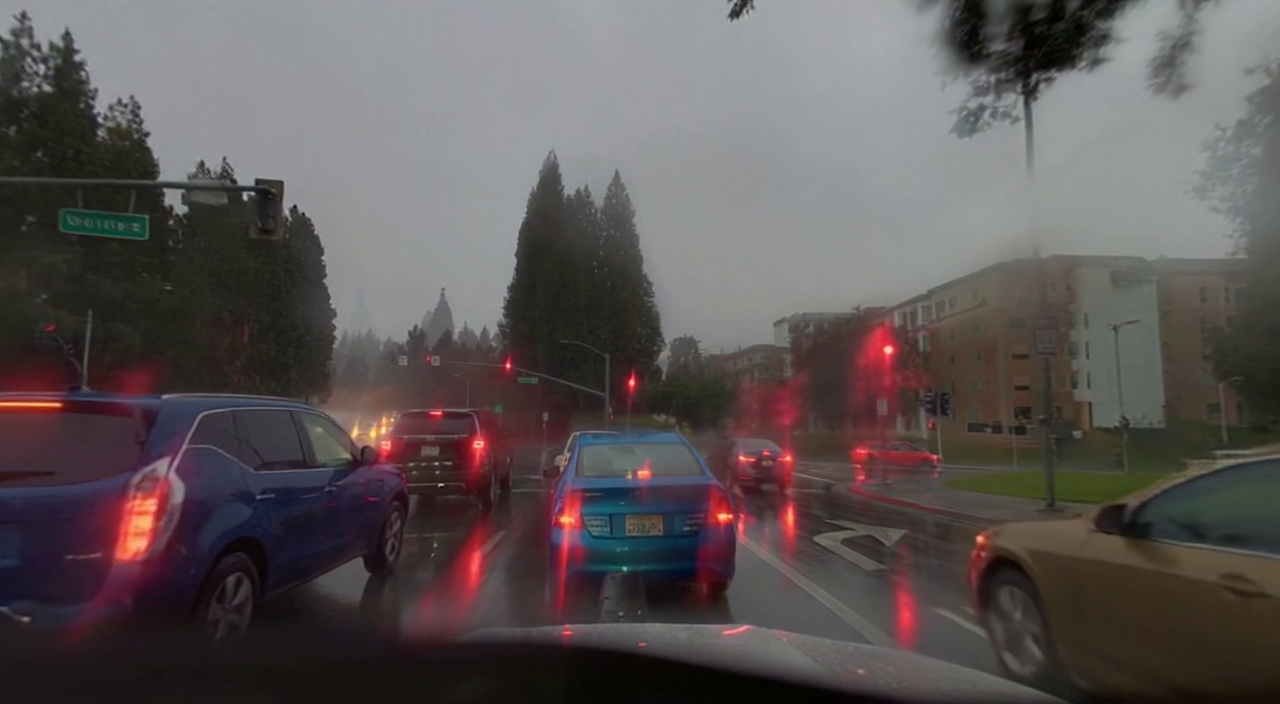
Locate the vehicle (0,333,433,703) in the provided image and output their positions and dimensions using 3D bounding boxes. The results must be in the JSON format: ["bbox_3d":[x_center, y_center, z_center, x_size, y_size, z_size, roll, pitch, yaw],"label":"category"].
[{"bbox_3d":[-3.204,1.096,4.820,1.924,1.737,4.387,0,-8,-3],"label":"vehicle"}]

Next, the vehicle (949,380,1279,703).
[{"bbox_3d":[3.290,0.840,2.029,2.100,1.524,4.746,0,-8,-1],"label":"vehicle"}]

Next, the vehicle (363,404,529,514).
[{"bbox_3d":[-4.028,2.359,14.366,2.305,1.984,5.586,0,-8,-3],"label":"vehicle"}]

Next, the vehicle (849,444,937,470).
[{"bbox_3d":[15.394,6.382,38.521,4.609,1.513,1.861,1,-9,-8],"label":"vehicle"}]

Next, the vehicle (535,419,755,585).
[{"bbox_3d":[-0.079,1.691,8.035,2.001,1.483,4.442,0,-8,-3],"label":"vehicle"}]

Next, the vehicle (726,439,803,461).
[{"bbox_3d":[8.706,6.857,44.320,4.971,1.482,1.900,2,-9,-14],"label":"vehicle"}]
